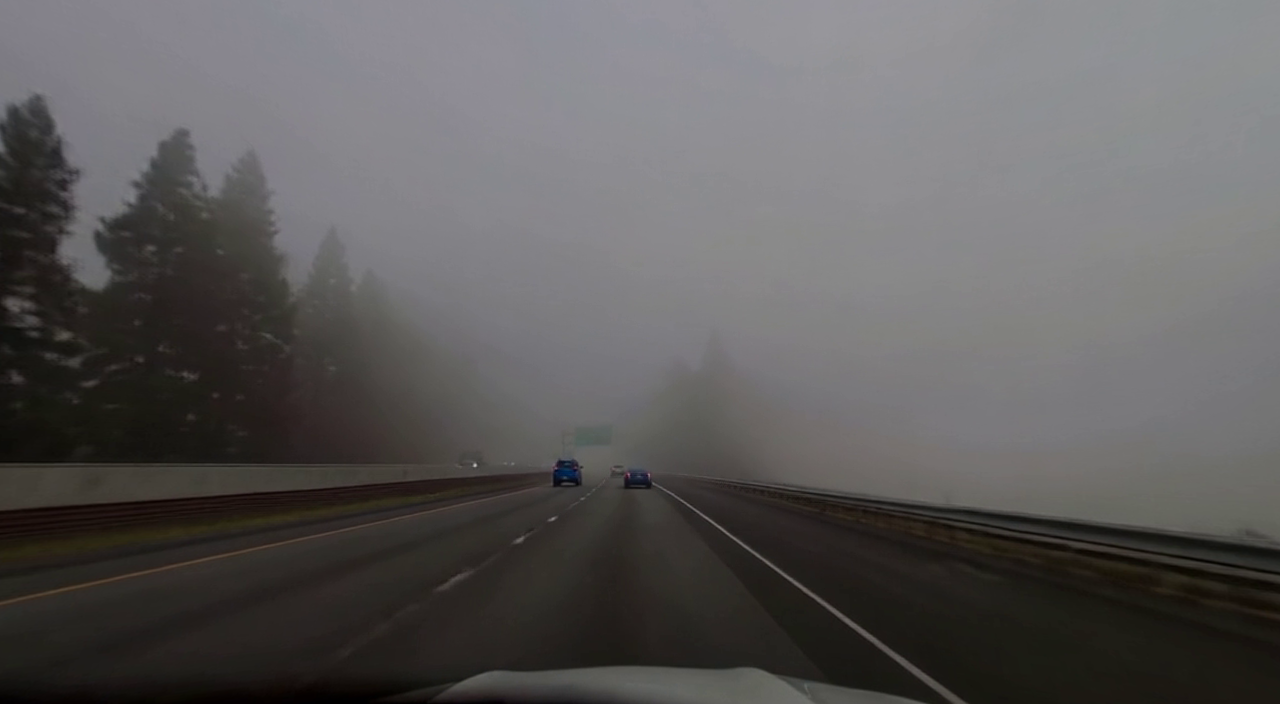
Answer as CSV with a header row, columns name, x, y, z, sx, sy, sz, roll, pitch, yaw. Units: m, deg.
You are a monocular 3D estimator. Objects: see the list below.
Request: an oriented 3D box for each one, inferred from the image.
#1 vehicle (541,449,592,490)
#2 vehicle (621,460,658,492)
name,x,y,z,sx,sy,sz,roll,pitch,yaw
vehicle,-4.033,6.591,35.454,2.237,2.113,4.815,0,-10,0
vehicle,-0.065,6.589,33.630,1.905,1.559,3.491,1,-10,-2
